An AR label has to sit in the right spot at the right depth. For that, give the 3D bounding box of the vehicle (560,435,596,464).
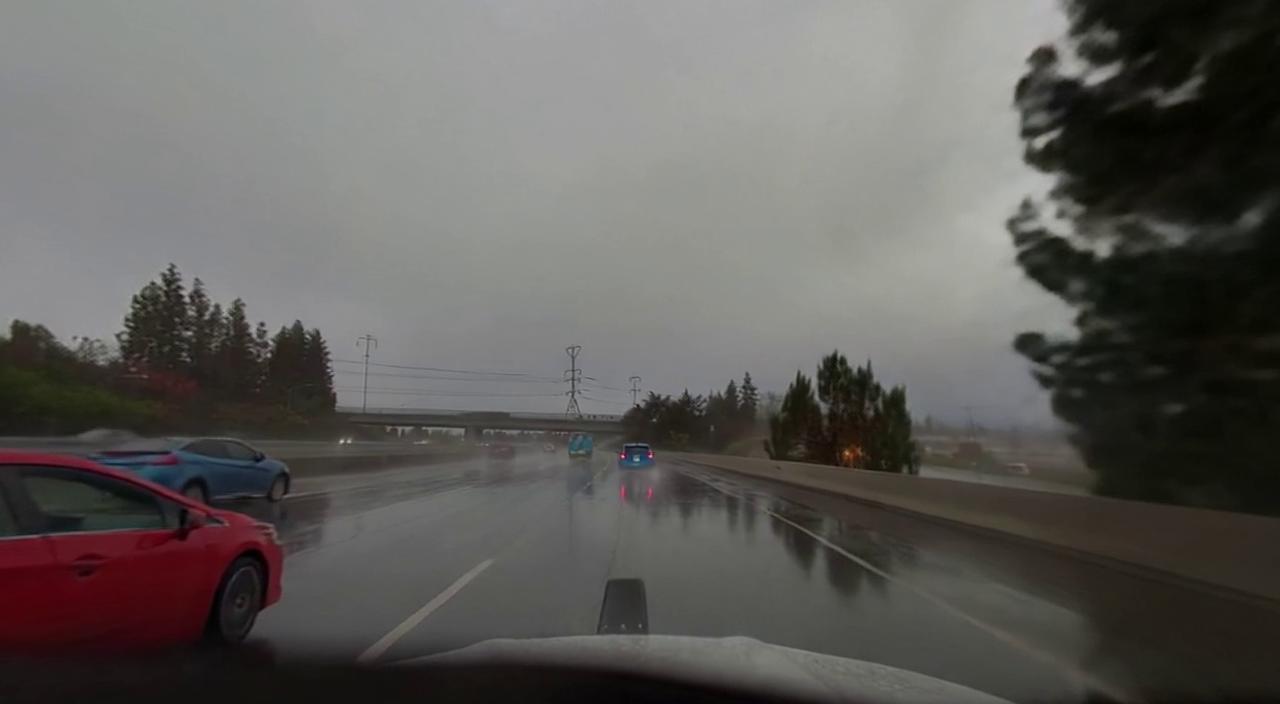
[{"bbox_3d":[-4.013,6.381,41.146,2.174,1.806,3.932,1,-9,-3],"label":"vehicle"}]

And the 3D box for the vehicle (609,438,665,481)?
[{"bbox_3d":[-0.141,4.092,24.166,1.954,1.460,3.983,1,-9,-1],"label":"vehicle"}]

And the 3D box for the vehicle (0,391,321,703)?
[{"bbox_3d":[-3.733,0.954,2.909,2.035,1.514,4.600,1,-9,1],"label":"vehicle"}]
